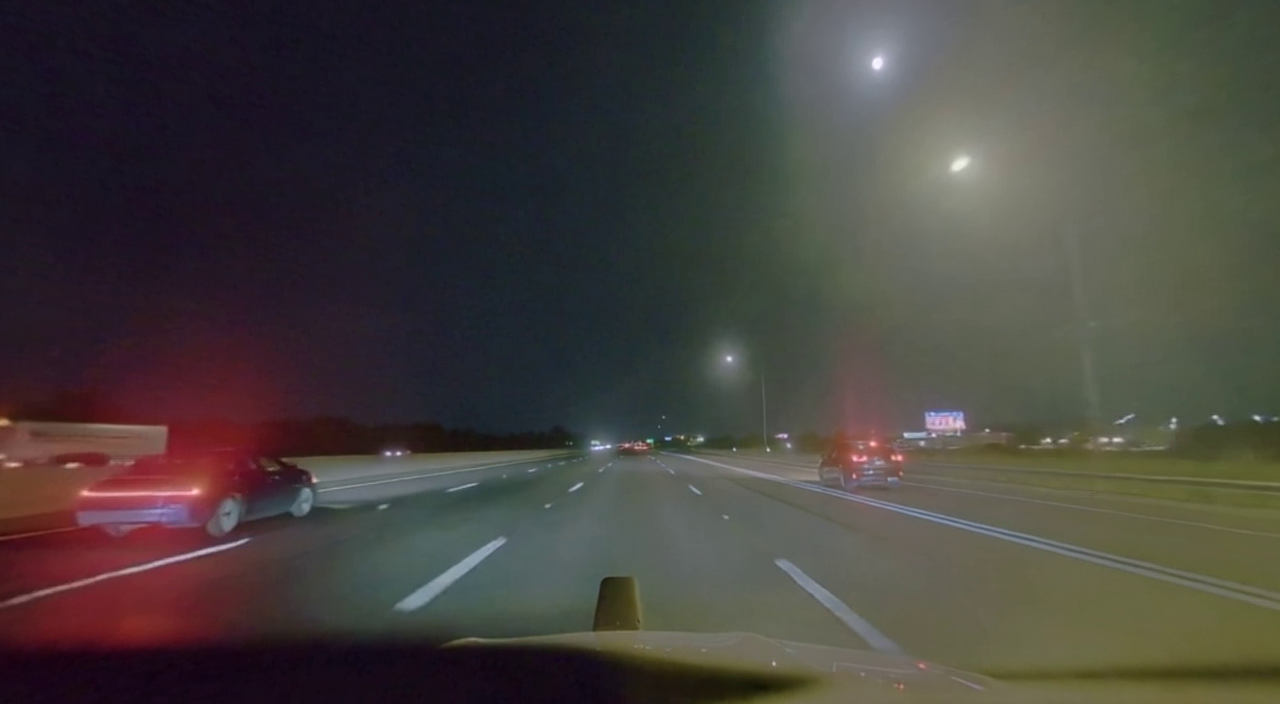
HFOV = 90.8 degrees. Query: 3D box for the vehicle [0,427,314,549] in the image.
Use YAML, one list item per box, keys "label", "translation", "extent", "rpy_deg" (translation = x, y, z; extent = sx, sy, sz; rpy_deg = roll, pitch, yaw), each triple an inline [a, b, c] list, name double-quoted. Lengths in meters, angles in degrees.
- label: "vehicle"
  translation: [-7.771, 2.105, 10.573]
  extent: [2.005, 1.545, 4.874]
  rpy_deg: [0, -8, 0]
